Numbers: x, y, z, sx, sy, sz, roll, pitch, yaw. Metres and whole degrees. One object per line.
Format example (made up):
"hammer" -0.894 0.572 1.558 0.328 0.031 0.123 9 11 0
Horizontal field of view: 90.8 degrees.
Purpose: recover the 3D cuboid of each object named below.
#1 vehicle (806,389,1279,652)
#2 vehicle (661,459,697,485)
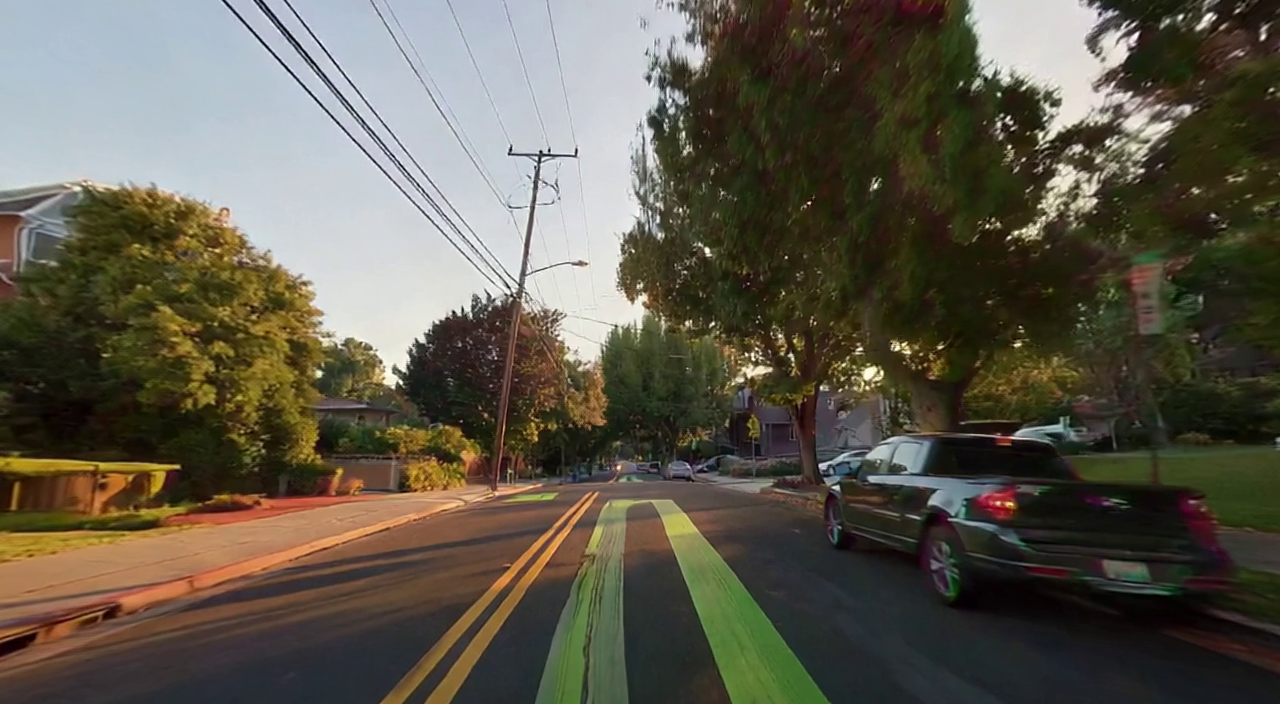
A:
"vehicle" 3.452 1.477 6.680 2.097 1.742 4.789 0 -8 0
"vehicle" 2.623 8.249 43.857 1.989 1.545 5.423 0 -8 -2
